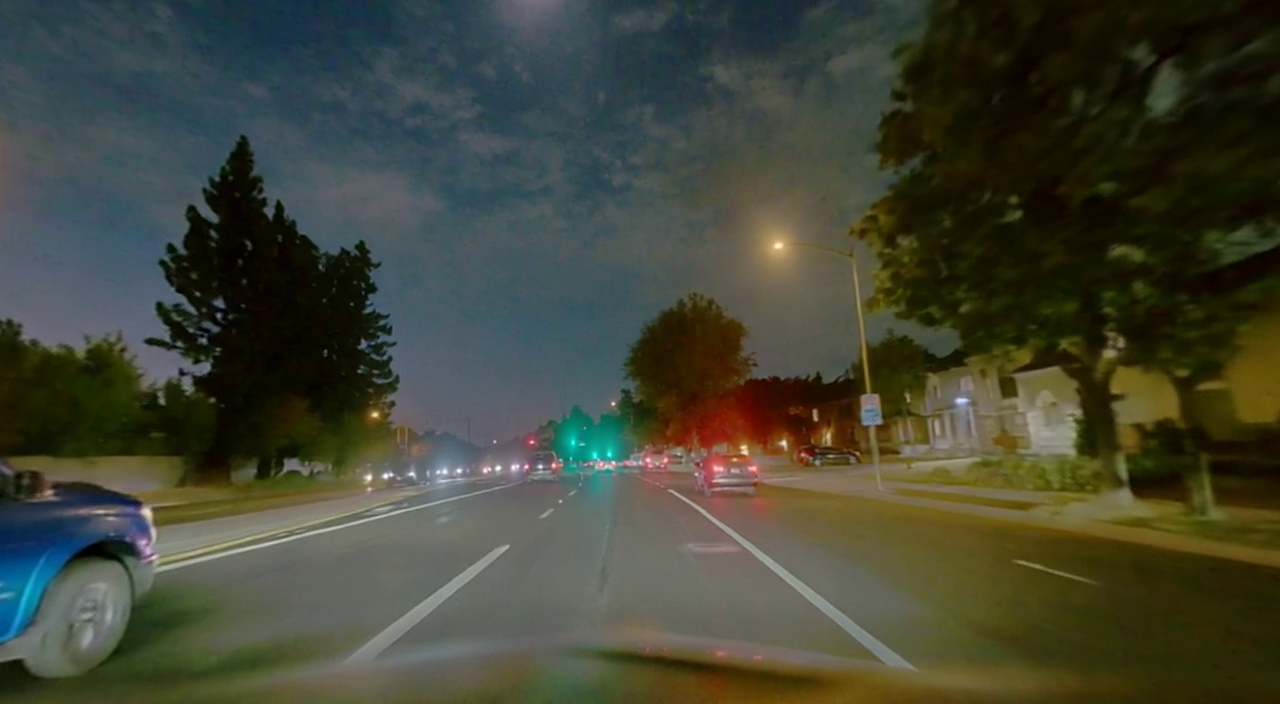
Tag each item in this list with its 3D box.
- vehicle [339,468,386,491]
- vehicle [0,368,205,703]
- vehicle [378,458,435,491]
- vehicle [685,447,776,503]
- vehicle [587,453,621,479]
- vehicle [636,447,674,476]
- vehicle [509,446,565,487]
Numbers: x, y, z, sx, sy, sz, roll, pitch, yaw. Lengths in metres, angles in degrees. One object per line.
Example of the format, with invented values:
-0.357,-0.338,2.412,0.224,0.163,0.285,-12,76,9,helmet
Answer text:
-21.866,10.050,49.935,1.951,1.480,4.691,0,-8,-5,vehicle
-4.035,0.765,1.625,2.111,1.745,5.274,0,-8,-1,vehicle
-13.565,7.109,36.991,2.017,1.691,4.351,0,-8,-5,vehicle
2.574,3.619,19.100,1.884,1.463,4.195,0,-8,-4,vehicle
-2.403,7.386,41.214,2.030,1.477,4.330,1,-8,-5,vehicle
0.973,7.498,43.396,2.099,1.845,4.363,1,-9,-6,vehicle
-4.880,5.481,30.623,2.218,1.829,4.492,0,-8,-3,vehicle
